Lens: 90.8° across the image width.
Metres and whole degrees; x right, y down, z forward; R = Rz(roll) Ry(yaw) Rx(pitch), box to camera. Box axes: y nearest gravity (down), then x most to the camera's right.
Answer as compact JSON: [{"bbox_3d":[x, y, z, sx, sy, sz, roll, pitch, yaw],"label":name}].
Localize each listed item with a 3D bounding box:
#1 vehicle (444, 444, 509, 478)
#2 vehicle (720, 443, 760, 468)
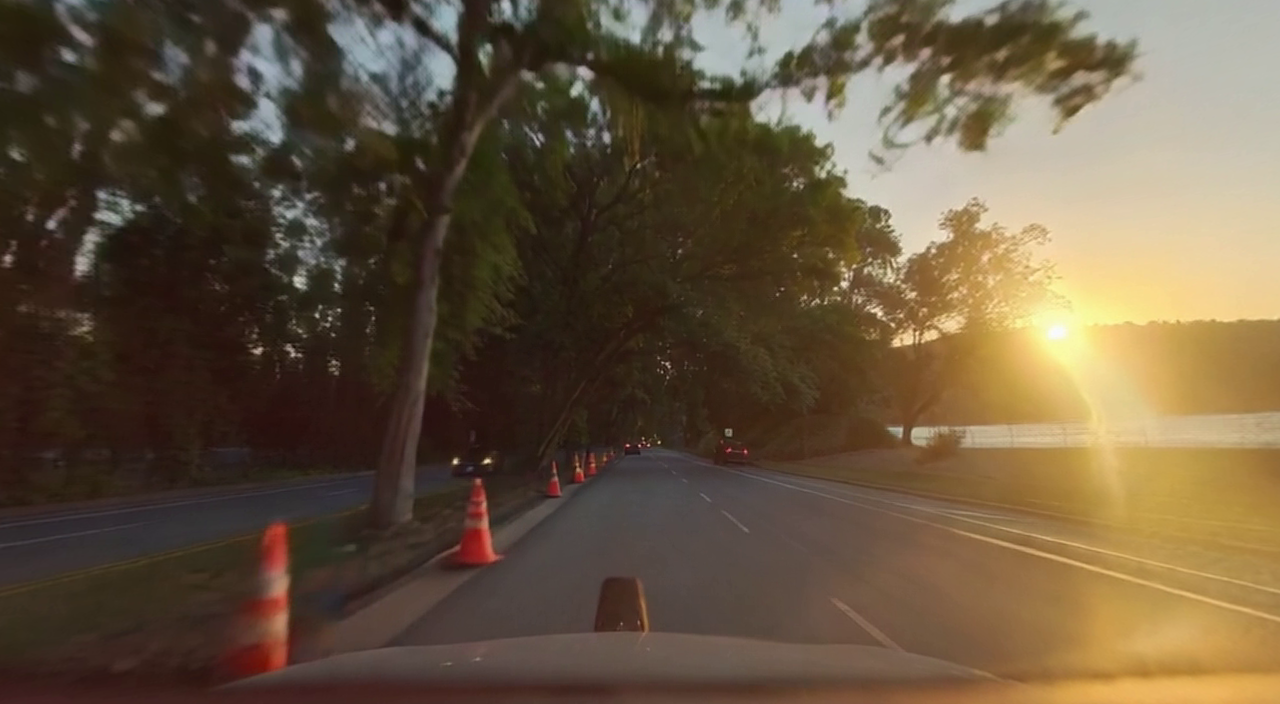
[{"bbox_3d":[-7.633,5.094,29.960,1.907,1.455,4.404,0,-8,0],"label":"vehicle"},{"bbox_3d":[6.265,6.538,40.038,1.904,1.470,4.583,-1,-8,2],"label":"vehicle"}]
